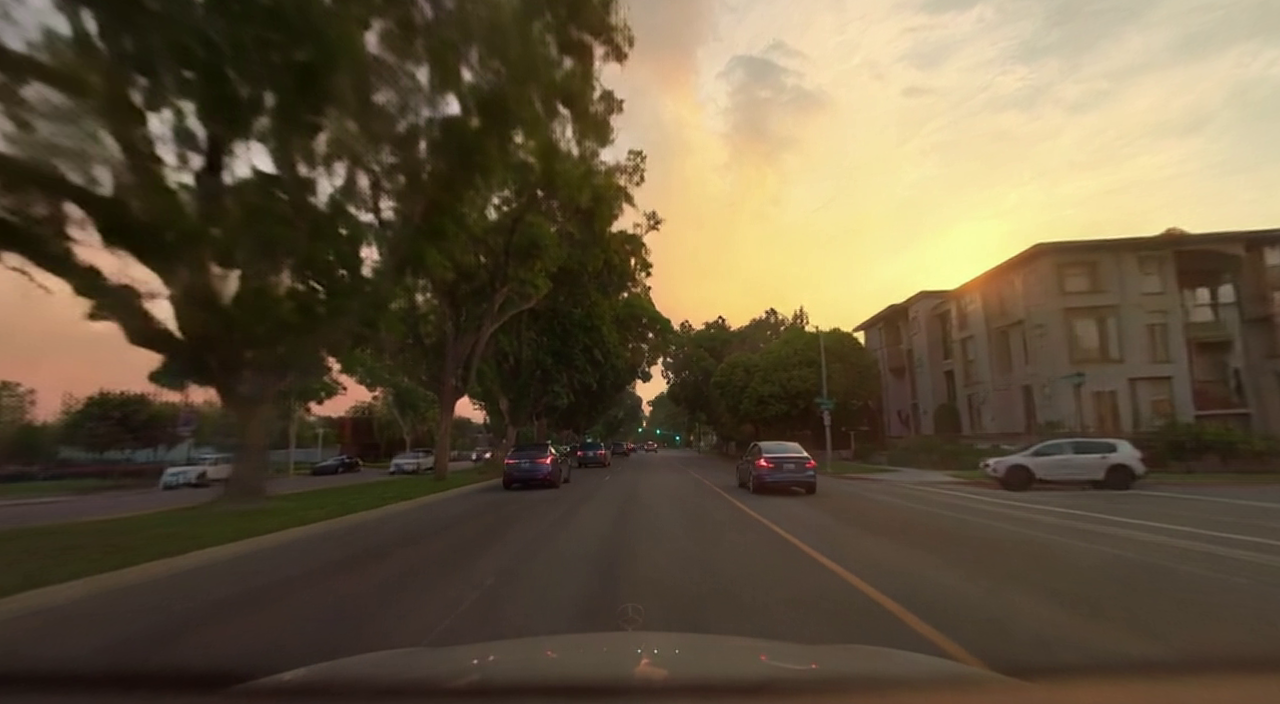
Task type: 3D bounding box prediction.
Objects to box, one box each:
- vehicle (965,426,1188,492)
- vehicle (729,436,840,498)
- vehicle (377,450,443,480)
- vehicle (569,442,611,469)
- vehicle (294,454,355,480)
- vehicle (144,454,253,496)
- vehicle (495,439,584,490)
[{"bbox_3d":[12.205,3.024,18.010,4.717,1.733,1.994,-2,-9,10],"label":"vehicle"},{"bbox_3d":[3.813,3.117,17.539,2.010,1.486,4.498,0,-8,0],"label":"vehicle"},{"bbox_3d":[-12.470,6.123,34.465,1.871,1.478,4.489,0,-8,1],"label":"vehicle"},{"bbox_3d":[-2.950,6.158,37.830,1.988,1.497,4.404,0,-8,2],"label":"vehicle"},{"bbox_3d":[-22.257,8.102,44.630,1.960,1.698,4.446,0,-8,1],"label":"vehicle"},{"bbox_3d":[-22.313,6.180,32.152,2.073,1.878,4.912,0,-8,-1],"label":"vehicle"},{"bbox_3d":[-3.125,3.604,20.565,2.053,1.480,4.381,0,-8,2],"label":"vehicle"}]
